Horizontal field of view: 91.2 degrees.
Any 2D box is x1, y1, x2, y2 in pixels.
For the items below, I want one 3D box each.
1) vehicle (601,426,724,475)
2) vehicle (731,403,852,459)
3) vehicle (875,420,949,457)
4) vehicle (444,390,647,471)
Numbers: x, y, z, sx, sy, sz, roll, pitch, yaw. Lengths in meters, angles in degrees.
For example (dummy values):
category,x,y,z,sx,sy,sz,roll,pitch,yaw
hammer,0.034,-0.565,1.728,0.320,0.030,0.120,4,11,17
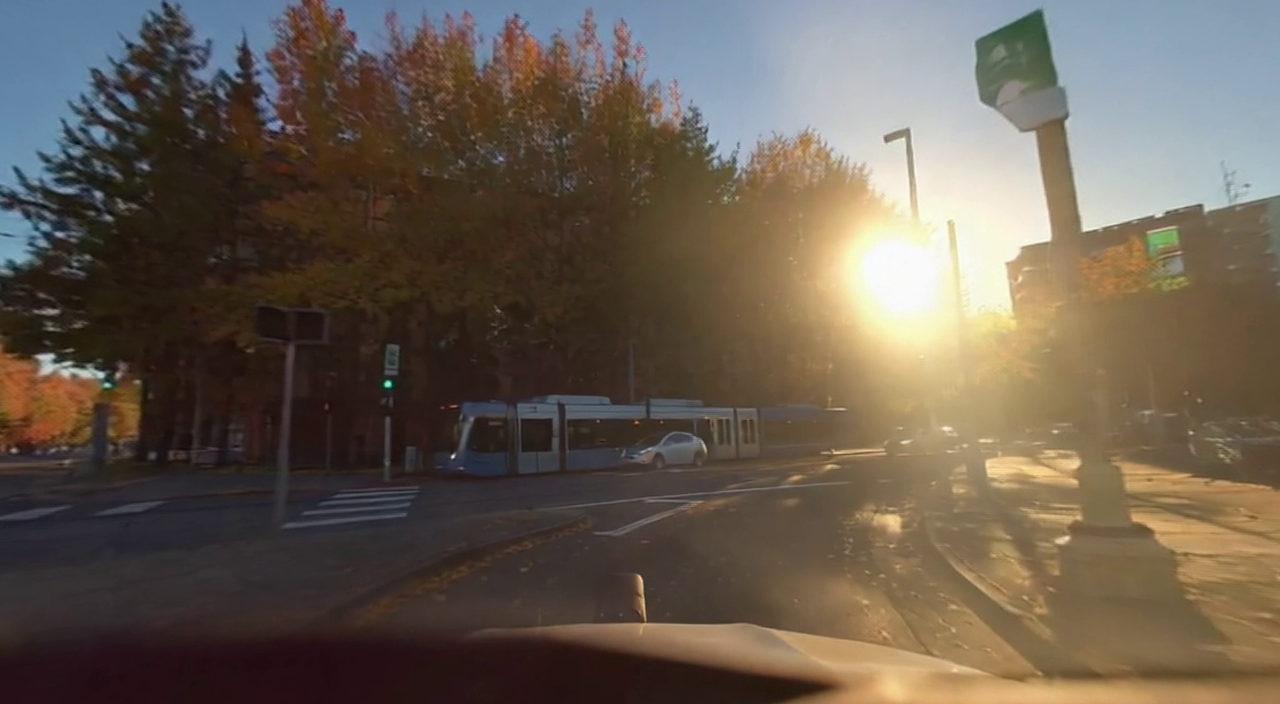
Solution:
category,x,y,z,sx,sy,sz,roll,pitch,yaw
vehicle,0.967,3.896,24.984,4.687,1.760,2.028,7,-11,-38
vehicle,11.117,5.623,45.261,10.068,3.618,2.878,4,-10,-40
vehicle,16.213,5.163,37.274,4.386,2.070,2.092,7,-11,-38
vehicle,-4.667,4.242,33.121,10.391,3.725,2.904,6,-11,-36
